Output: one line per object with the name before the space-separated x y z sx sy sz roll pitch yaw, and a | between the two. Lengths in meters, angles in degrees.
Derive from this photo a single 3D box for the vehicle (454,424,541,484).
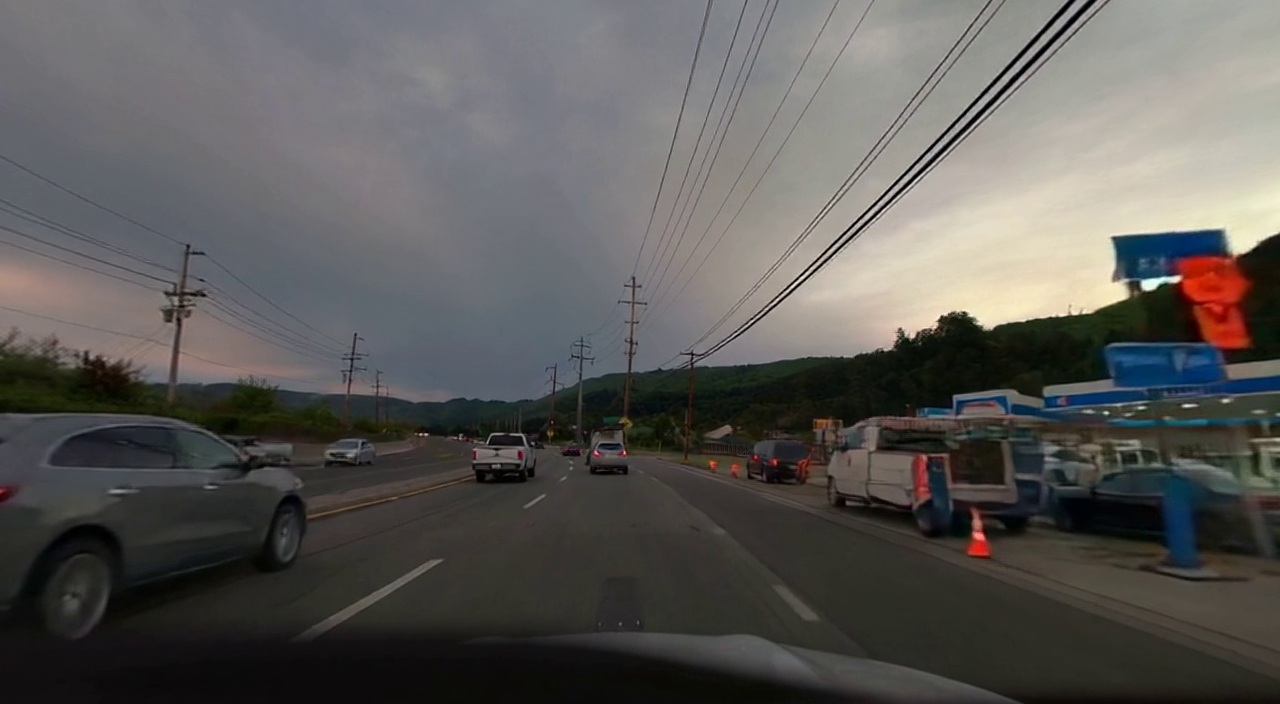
vehicle | -5.296 3.893 24.384 2.345 2.012 5.693 0 -9 -3

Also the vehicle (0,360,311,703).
vehicle | -4.358 1.027 3.964 2.185 1.721 4.550 0 -8 -1

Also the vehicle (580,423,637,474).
vehicle | -1.651 4.729 31.072 2.486 2.280 5.291 1 -9 -6

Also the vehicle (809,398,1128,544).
vehicle | 5.924 2.303 12.979 2.706 2.199 6.527 0 -9 -4

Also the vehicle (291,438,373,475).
vehicle | -14.436 4.913 29.910 1.930 1.591 4.408 1 -9 -4

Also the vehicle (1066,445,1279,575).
vehicle | 9.358 2.403 10.250 1.933 1.480 4.249 2 -6 -1
